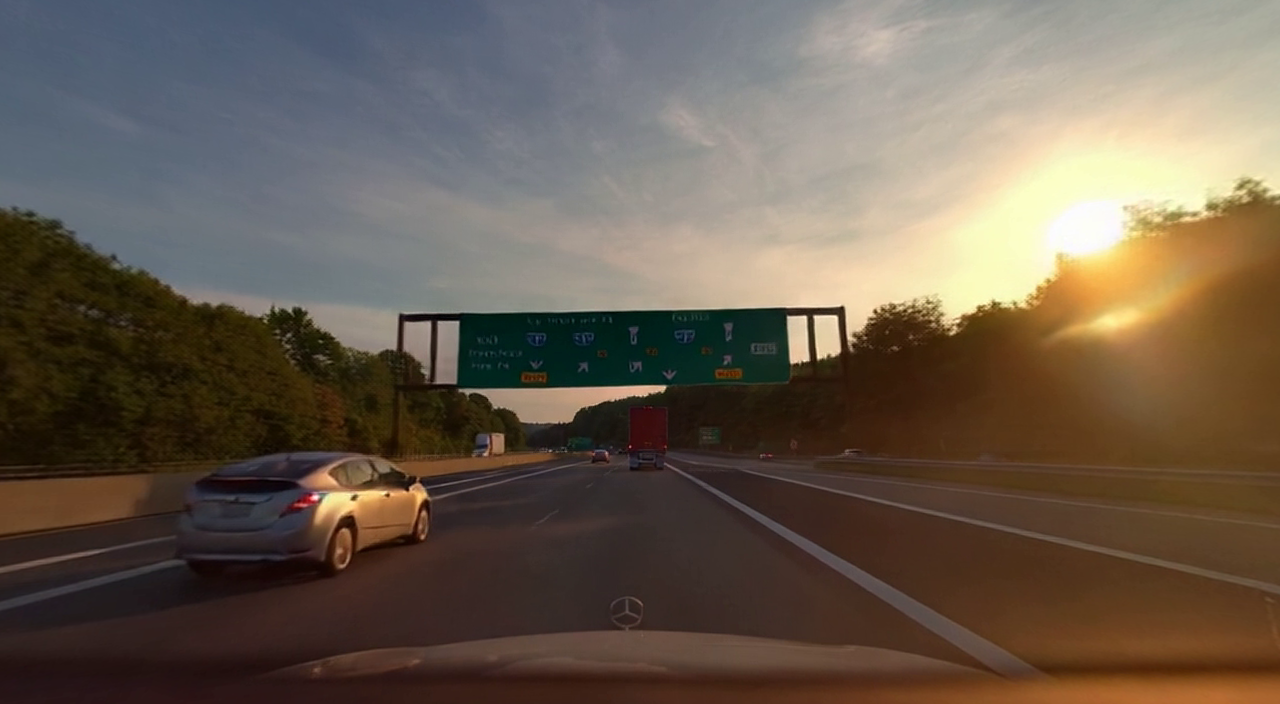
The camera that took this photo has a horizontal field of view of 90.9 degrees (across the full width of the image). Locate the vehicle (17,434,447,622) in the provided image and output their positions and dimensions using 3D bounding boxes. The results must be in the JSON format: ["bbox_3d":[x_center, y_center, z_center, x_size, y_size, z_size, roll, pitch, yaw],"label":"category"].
[{"bbox_3d":[-3.939,1.737,7.286,1.931,1.466,4.458,0,-9,1],"label":"vehicle"}]

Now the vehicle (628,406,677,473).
[{"bbox_3d":[0.800,6.145,43.942,3.022,4.072,10.318,0,-9,0],"label":"vehicle"}]
